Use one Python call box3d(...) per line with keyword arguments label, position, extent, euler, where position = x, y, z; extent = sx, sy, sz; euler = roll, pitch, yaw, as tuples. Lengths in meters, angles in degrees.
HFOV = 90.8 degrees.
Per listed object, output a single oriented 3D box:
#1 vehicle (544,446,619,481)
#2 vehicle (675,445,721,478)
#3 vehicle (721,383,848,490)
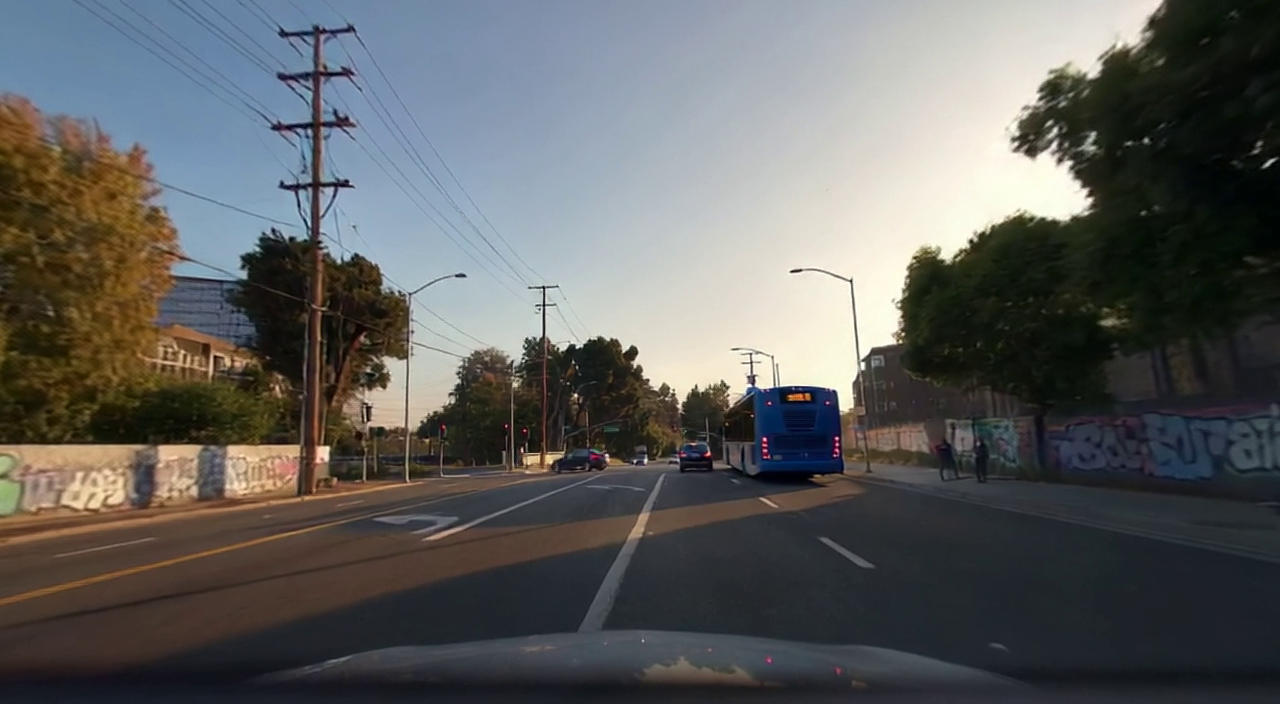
box3d(label="vehicle", position=(-2.954, 5.412, 31.008), extent=(2.018, 1.544, 4.420), euler=(4, -10, -29))
box3d(label="vehicle", position=(2.739, 5.246, 30.629), extent=(1.961, 1.470, 4.196), euler=(-1, -8, 2))
box3d(label="vehicle", position=(5.470, 3.663, 26.774), extent=(3.045, 3.447, 12.604), euler=(-1, -9, 3))
